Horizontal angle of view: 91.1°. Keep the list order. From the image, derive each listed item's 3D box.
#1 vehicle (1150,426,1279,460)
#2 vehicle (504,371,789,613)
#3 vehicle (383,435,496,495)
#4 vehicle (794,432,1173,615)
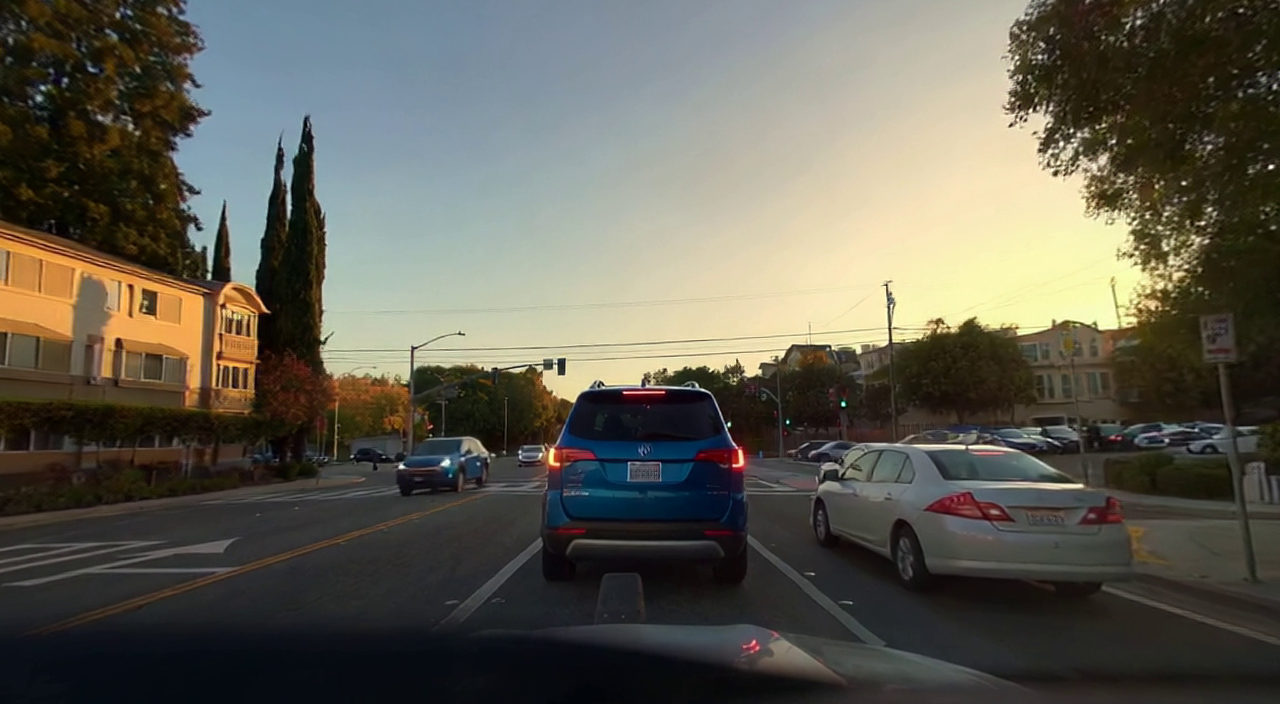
[{"bbox_3d":[25.950,4.082,28.175,4.420,1.469,1.807,0,-8,1],"label":"vehicle"},{"bbox_3d":[0.002,1.430,7.250,2.296,1.947,4.168,0,-8,-2],"label":"vehicle"},{"bbox_3d":[-6.416,3.676,20.792,2.153,1.728,4.753,0,-8,0],"label":"vehicle"},{"bbox_3d":[3.378,1.738,7.421,1.900,1.478,4.425,0,-8,-1],"label":"vehicle"}]
